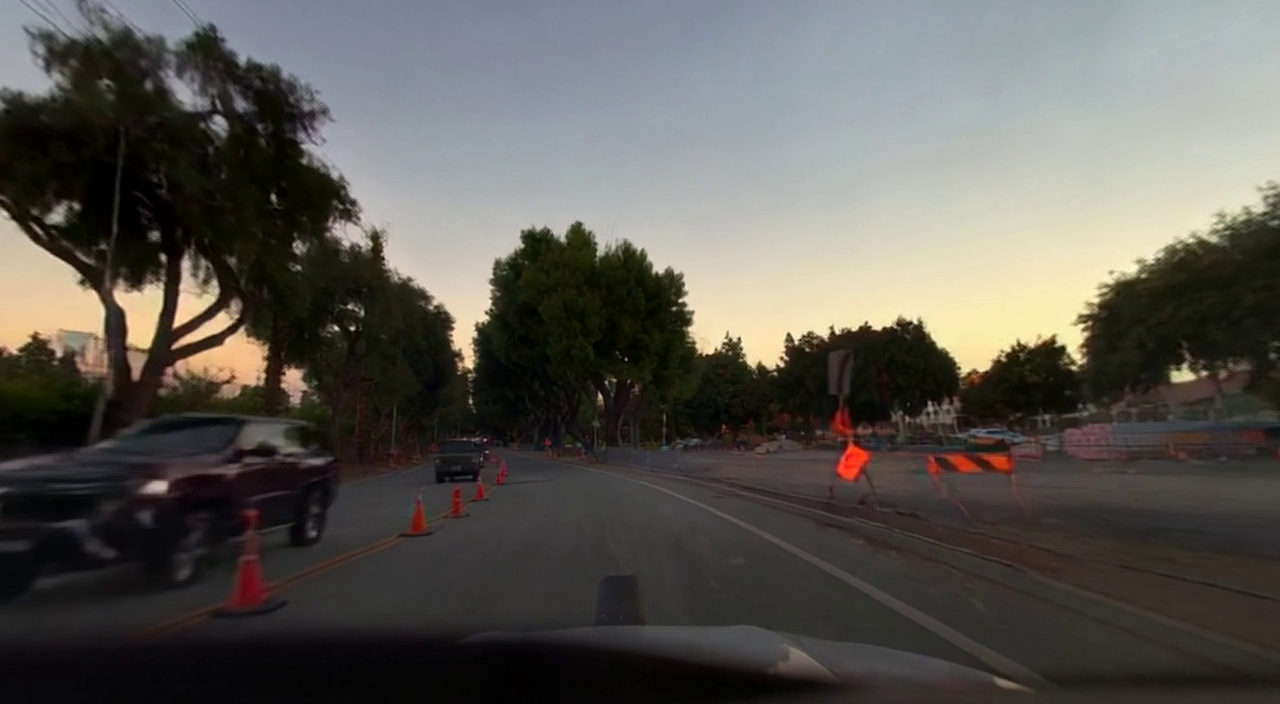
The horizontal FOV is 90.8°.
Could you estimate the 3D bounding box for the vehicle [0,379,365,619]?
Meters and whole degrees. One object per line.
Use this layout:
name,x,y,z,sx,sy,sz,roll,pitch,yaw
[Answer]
vehicle,-5.638,1.673,8.111,2.260,2.162,4.555,0,-8,-2

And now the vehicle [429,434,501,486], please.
vehicle,-7.125,4.425,26.225,2.193,1.885,4.474,0,-8,-7

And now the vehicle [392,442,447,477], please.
vehicle,-12.585,6.129,36.388,2.206,1.837,4.550,1,-8,-9

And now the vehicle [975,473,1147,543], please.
vehicle,13.433,4.920,20.244,4.549,1.745,1.960,1,-5,-14
